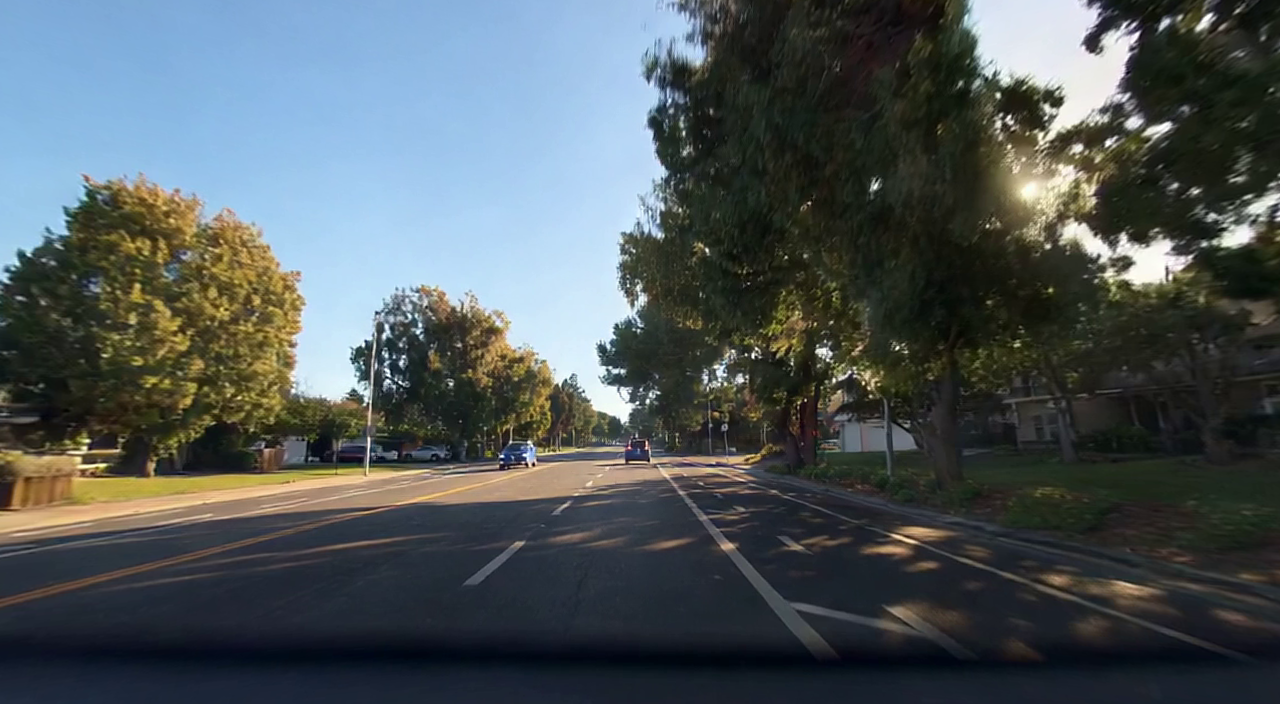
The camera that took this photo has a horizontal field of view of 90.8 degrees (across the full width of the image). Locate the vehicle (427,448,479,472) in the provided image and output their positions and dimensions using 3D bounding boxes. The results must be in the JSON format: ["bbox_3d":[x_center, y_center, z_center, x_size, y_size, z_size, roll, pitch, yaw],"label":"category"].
[{"bbox_3d":[-12.329,7.139,41.969,2.090,1.478,4.376,0,-8,1],"label":"vehicle"}]

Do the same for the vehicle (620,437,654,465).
[{"bbox_3d":[-0.236,6.849,43.788,2.230,1.827,4.298,0,-8,0],"label":"vehicle"}]

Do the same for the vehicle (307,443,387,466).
[{"bbox_3d":[-21.135,7.421,45.673,4.773,1.625,1.933,0,-8,-1],"label":"vehicle"}]

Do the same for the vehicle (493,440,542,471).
[{"bbox_3d":[-7.199,6.121,37.648,2.065,1.719,4.265,0,-8,0],"label":"vehicle"}]
